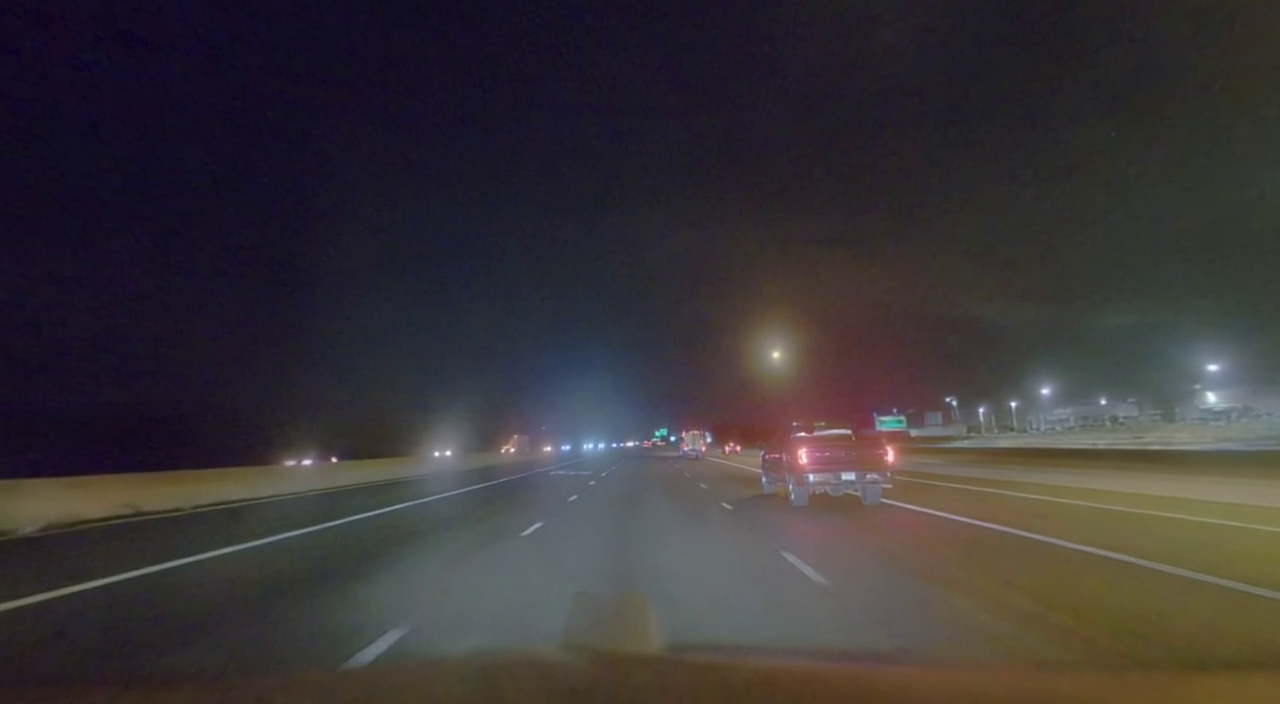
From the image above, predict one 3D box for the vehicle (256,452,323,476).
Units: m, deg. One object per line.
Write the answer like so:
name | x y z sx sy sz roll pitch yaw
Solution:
vehicle | -24.380 7.811 44.096 1.933 1.476 4.830 0 -8 -1
